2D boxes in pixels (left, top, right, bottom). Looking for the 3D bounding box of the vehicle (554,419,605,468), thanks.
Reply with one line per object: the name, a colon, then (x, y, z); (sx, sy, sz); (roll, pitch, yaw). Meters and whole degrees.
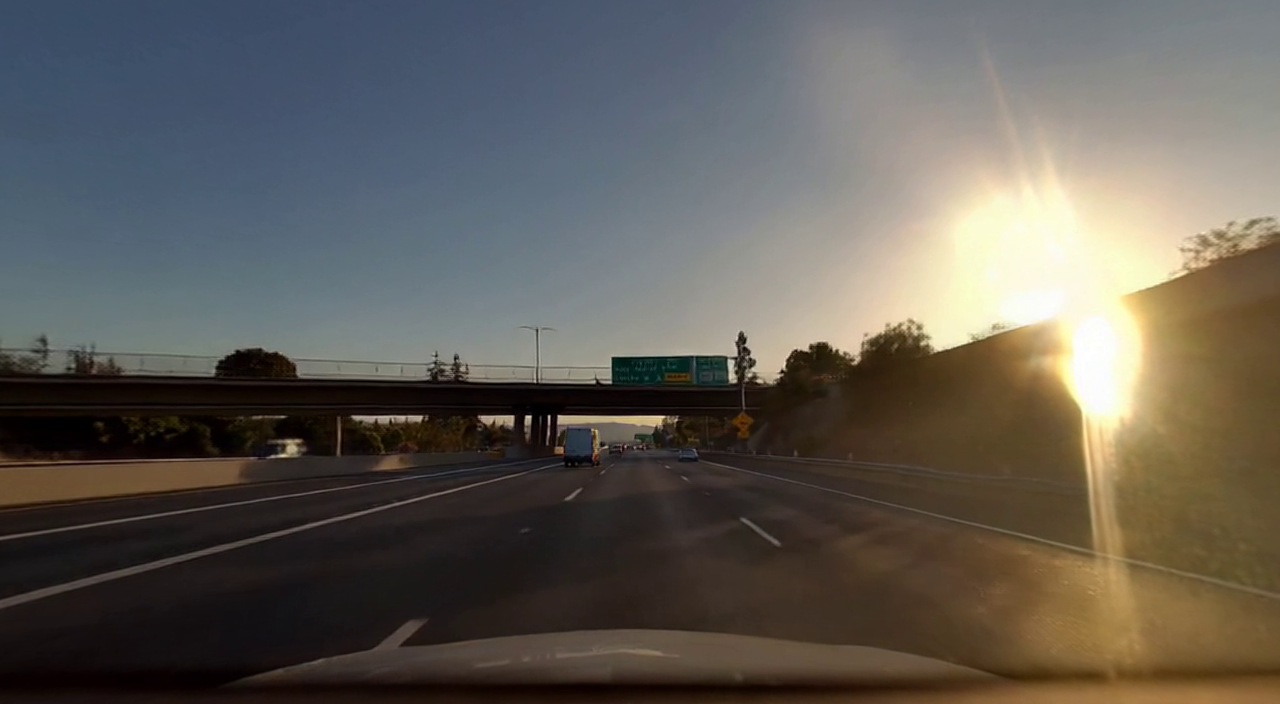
vehicle: (-3.789, 6.001, 41.364); (2.881, 2.937, 7.045); (0, -9, -2)
